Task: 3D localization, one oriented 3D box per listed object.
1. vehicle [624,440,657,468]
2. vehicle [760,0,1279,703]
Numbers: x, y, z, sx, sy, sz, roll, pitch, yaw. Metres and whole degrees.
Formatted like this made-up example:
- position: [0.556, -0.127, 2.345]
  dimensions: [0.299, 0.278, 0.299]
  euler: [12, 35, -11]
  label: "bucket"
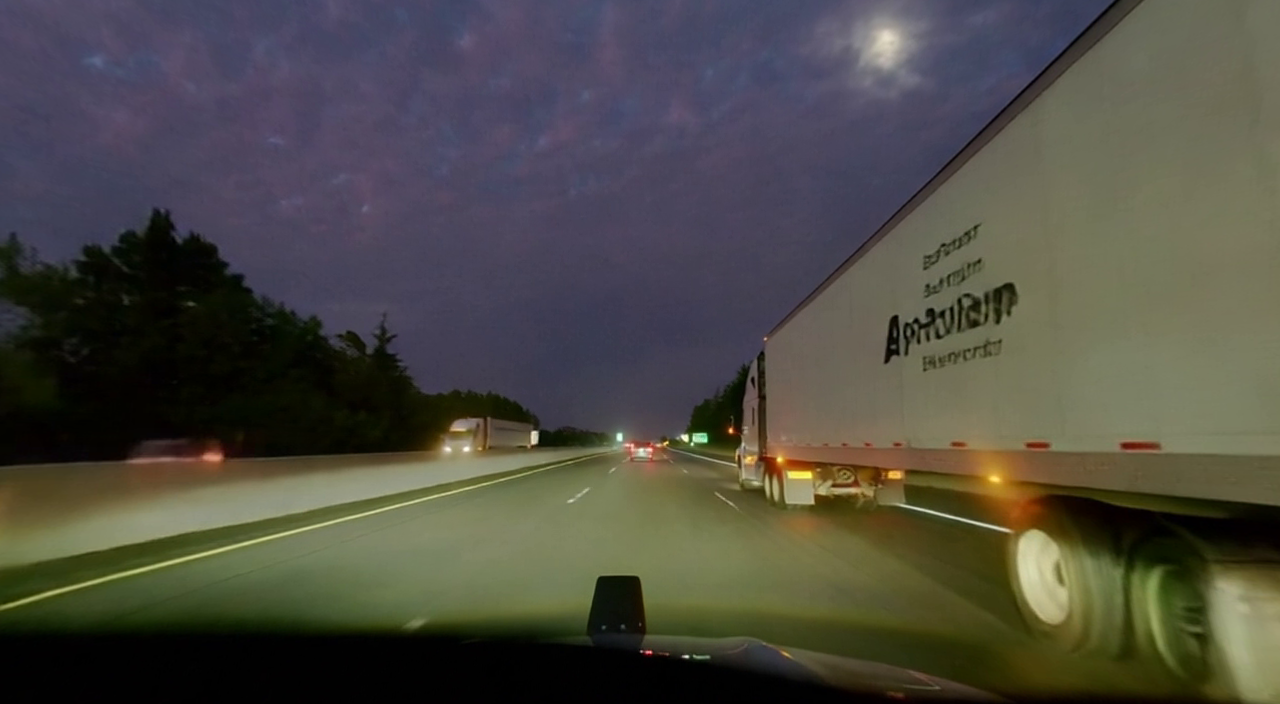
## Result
- position: [0.039, 6.613, 40.799]
  dimensions: [2.067, 1.690, 3.901]
  euler: [0, -9, 0]
  label: "vehicle"
- position: [4.416, 0.454, 7.949]
  dimensions: [3.011, 4.028, 13.890]
  euler: [0, -9, 0]
  label: "vehicle"
